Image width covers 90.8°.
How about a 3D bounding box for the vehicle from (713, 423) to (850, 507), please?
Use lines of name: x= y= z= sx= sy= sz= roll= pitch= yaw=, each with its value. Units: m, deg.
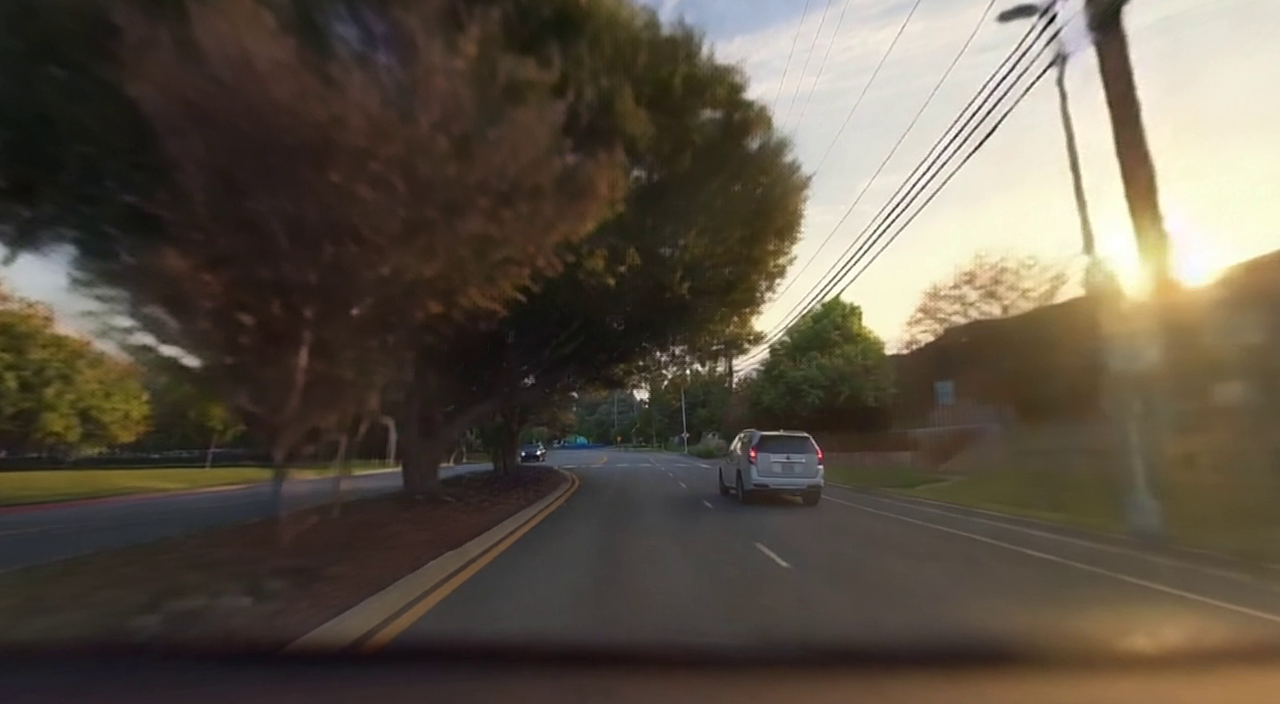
vehicle: x=3.330 y=2.795 z=16.033 sx=2.193 sy=1.777 sz=4.772 roll=0 pitch=-9 yaw=-2
